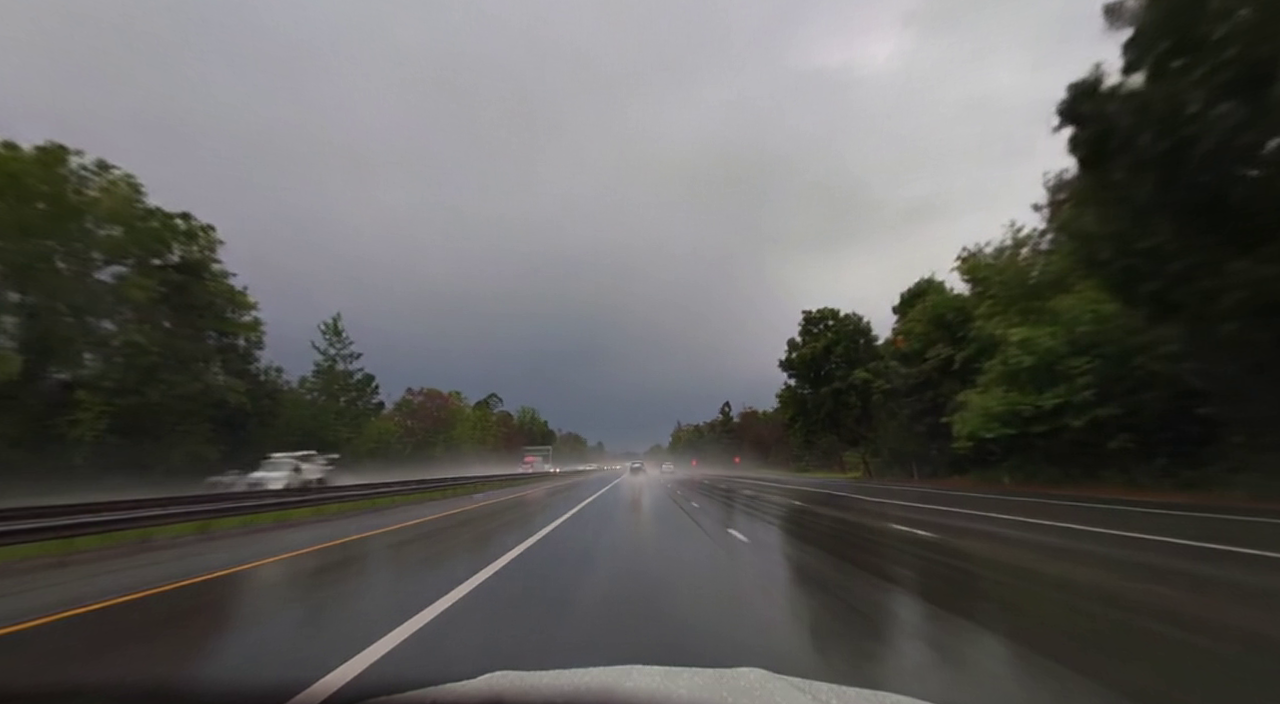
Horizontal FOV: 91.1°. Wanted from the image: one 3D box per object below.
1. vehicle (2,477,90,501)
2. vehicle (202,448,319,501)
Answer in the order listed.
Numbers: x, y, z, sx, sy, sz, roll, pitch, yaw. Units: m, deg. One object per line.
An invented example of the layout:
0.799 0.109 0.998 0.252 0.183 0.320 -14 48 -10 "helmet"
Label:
-40.755 9.388 43.235 1.813 1.484 4.336 1 -10 0 "vehicle"
-20.614 6.706 34.581 2.548 2.580 6.084 1 -10 0 "vehicle"
